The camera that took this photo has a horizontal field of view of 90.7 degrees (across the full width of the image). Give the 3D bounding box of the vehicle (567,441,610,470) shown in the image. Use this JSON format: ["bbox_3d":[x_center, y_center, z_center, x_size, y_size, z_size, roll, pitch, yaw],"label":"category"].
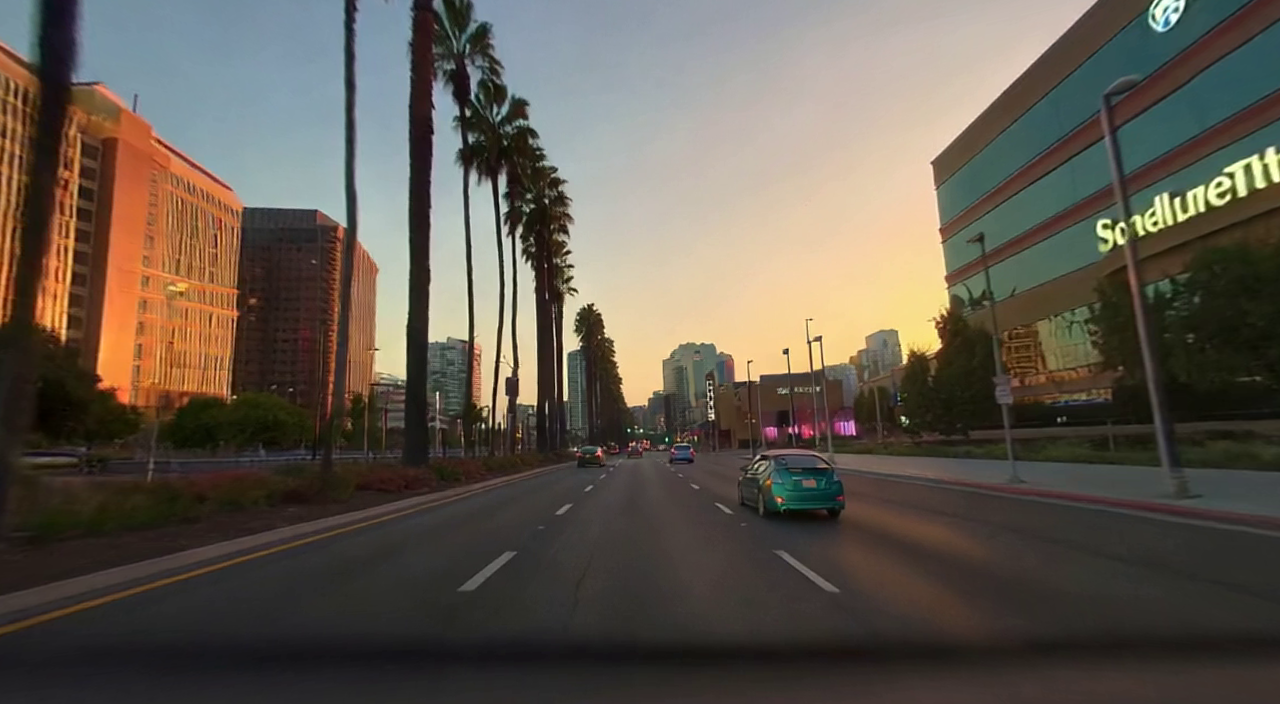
[{"bbox_3d":[-3.059,6.275,38.492,2.160,1.615,4.117,-1,-9,2],"label":"vehicle"}]
